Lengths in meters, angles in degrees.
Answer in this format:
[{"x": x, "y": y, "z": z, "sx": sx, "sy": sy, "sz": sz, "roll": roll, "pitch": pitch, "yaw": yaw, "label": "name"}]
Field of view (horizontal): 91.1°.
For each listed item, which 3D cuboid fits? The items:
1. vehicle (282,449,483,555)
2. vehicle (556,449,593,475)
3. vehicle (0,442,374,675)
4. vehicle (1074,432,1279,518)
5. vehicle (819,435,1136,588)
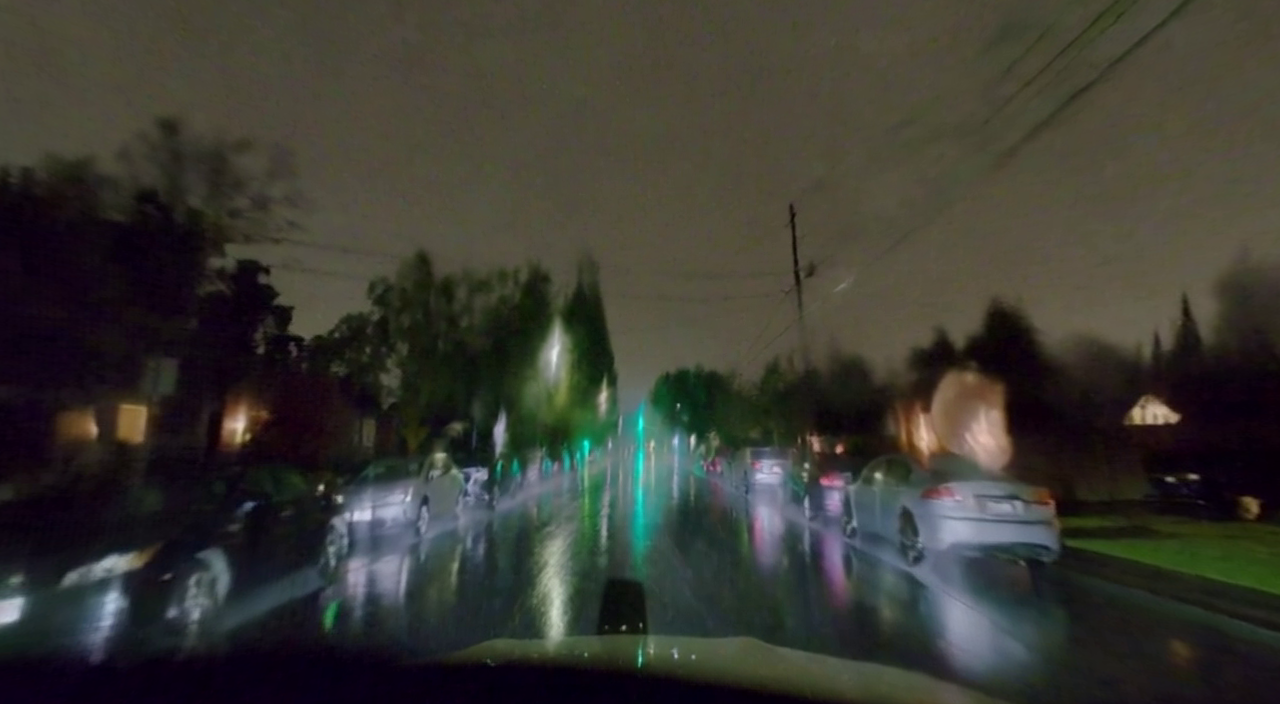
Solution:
[{"x": -4.435, "y": 2.604, "z": 11.735, "sx": 1.920, "sy": 1.501, "sz": 4.552, "roll": -1, "pitch": -8, "yaw": -1, "label": "vehicle"}, {"x": -4.366, "y": 7.408, "z": 42.361, "sx": 2.013, "sy": 1.645, "sz": 4.318, "roll": 0, "pitch": -9, "yaw": 0, "label": "vehicle"}, {"x": -4.556, "y": 1.773, "z": 6.530, "sx": 1.870, "sy": 1.562, "sz": 4.212, "roll": -2, "pitch": -8, "yaw": -2, "label": "vehicle"}, {"x": 11.144, "y": 2.392, "z": 12.630, "sx": 1.968, "sy": 1.446, "sz": 3.961, "roll": 0, "pitch": -9, "yaw": 1, "label": "vehicle"}, {"x": 4.047, "y": 1.961, "z": 8.602, "sx": 1.862, "sy": 1.525, "sz": 4.421, "roll": 0, "pitch": -9, "yaw": 0, "label": "vehicle"}]
